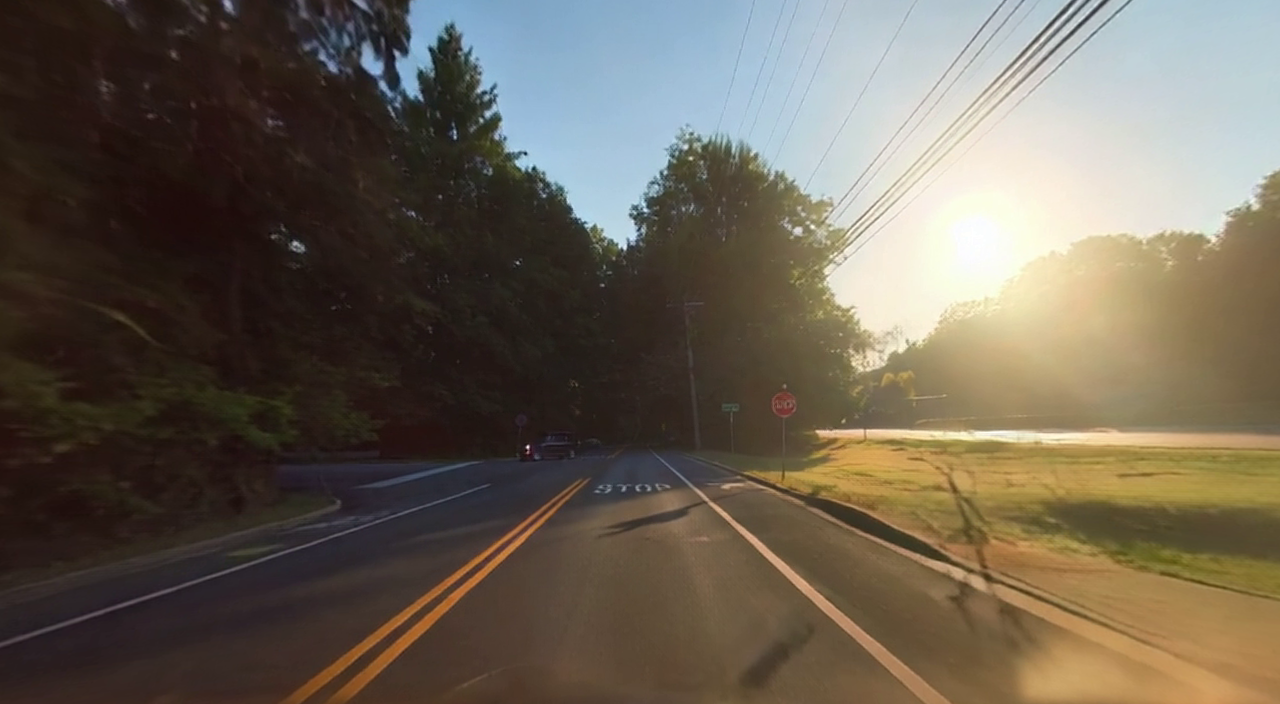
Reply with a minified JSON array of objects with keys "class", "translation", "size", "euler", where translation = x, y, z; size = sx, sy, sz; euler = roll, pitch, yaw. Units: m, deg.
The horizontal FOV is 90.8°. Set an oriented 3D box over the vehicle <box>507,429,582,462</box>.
[{"class":"vehicle","translation":[-5.959,5.939,40.079],"size":[2.348,1.973,5.020],"euler":[-4,-9,24]}]
